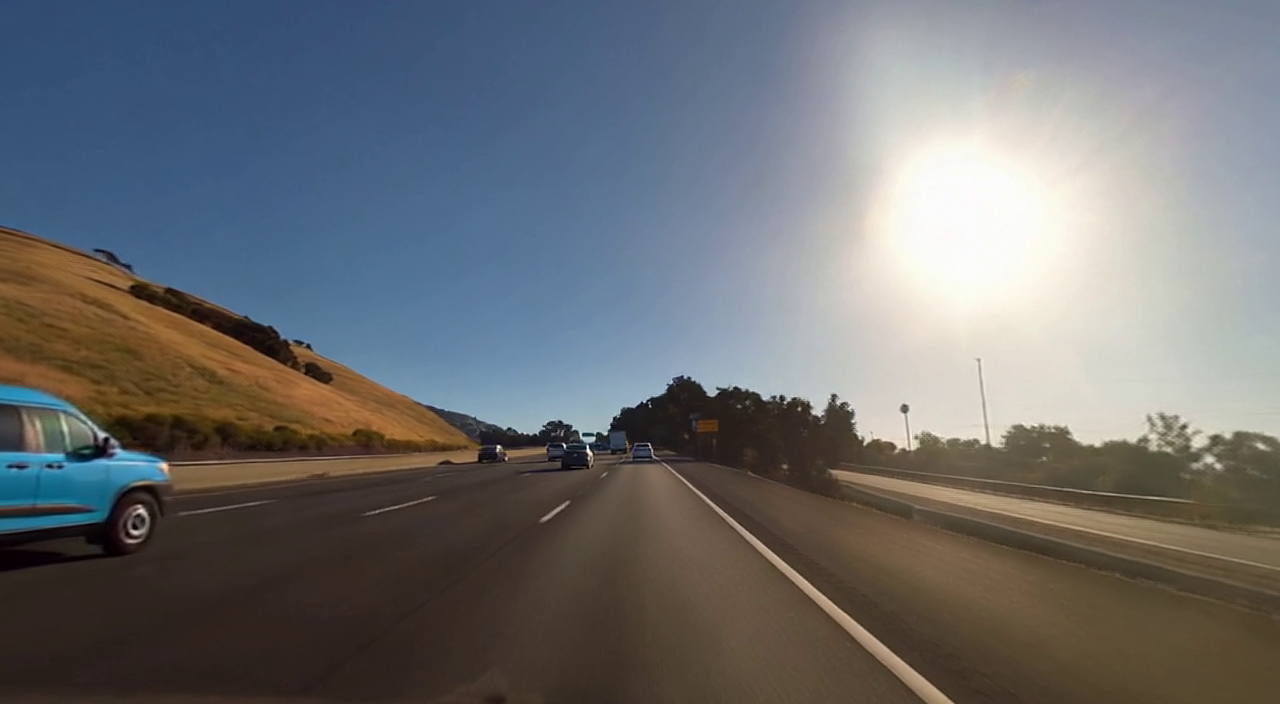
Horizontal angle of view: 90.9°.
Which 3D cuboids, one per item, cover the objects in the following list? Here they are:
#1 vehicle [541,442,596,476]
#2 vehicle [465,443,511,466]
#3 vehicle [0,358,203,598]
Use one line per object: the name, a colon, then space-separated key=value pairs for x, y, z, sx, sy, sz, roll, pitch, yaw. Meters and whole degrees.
vehicle: x=-3.359 y=5.146 z=30.702 sx=2.080 sy=1.505 sz=4.649 roll=0 pitch=-8 yaw=1
vehicle: x=-10.538 y=7.148 z=44.141 sx=1.945 sy=1.466 sz=4.947 roll=0 pitch=-8 yaw=1
vehicle: x=-6.984 y=1.093 z=5.343 sx=2.437 sy=2.135 sz=5.643 roll=0 pitch=-8 yaw=1
